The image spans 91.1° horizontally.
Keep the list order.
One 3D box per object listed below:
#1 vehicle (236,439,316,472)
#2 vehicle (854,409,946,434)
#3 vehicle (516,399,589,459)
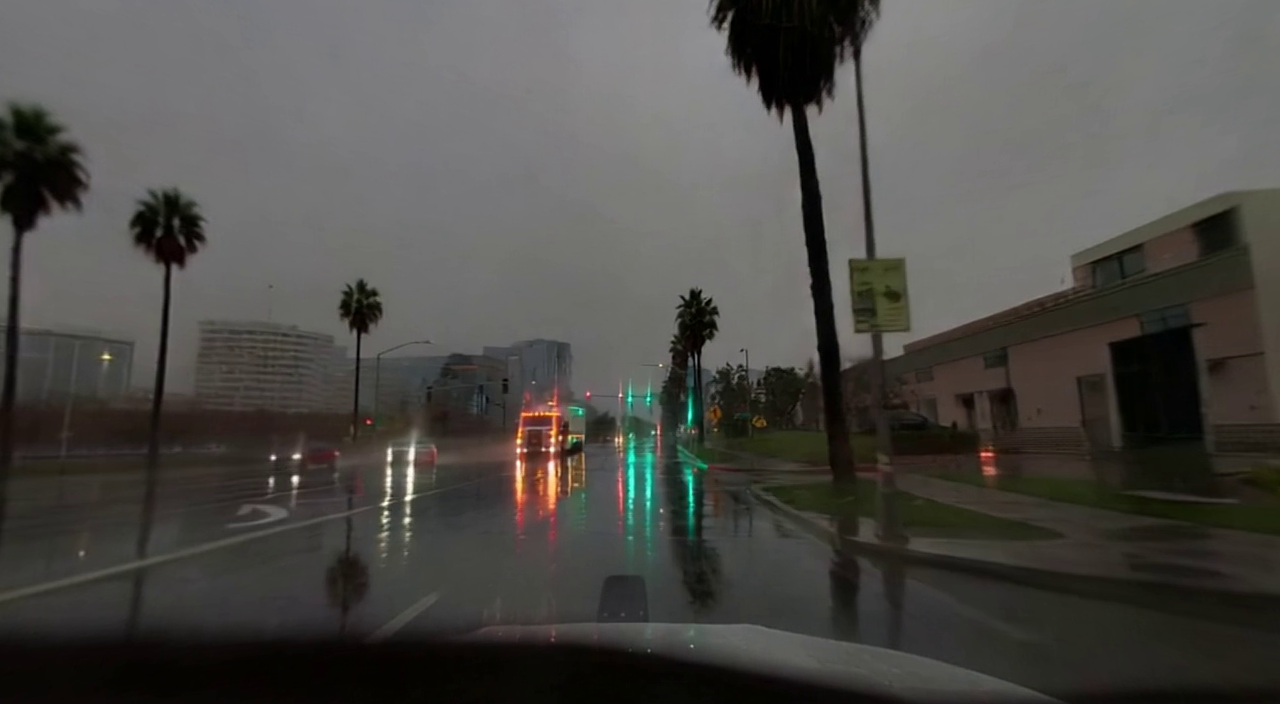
[{"bbox_3d":[-21.447,6.117,37.224,1.988,1.811,4.399,0,-8,2],"label":"vehicle"},{"bbox_3d":[15.690,4.214,38.082,4.663,1.457,2.045,0,-7,3],"label":"vehicle"},{"bbox_3d":[-5.978,5.723,45.487,3.008,3.730,11.786,0,-8,3],"label":"vehicle"}]
